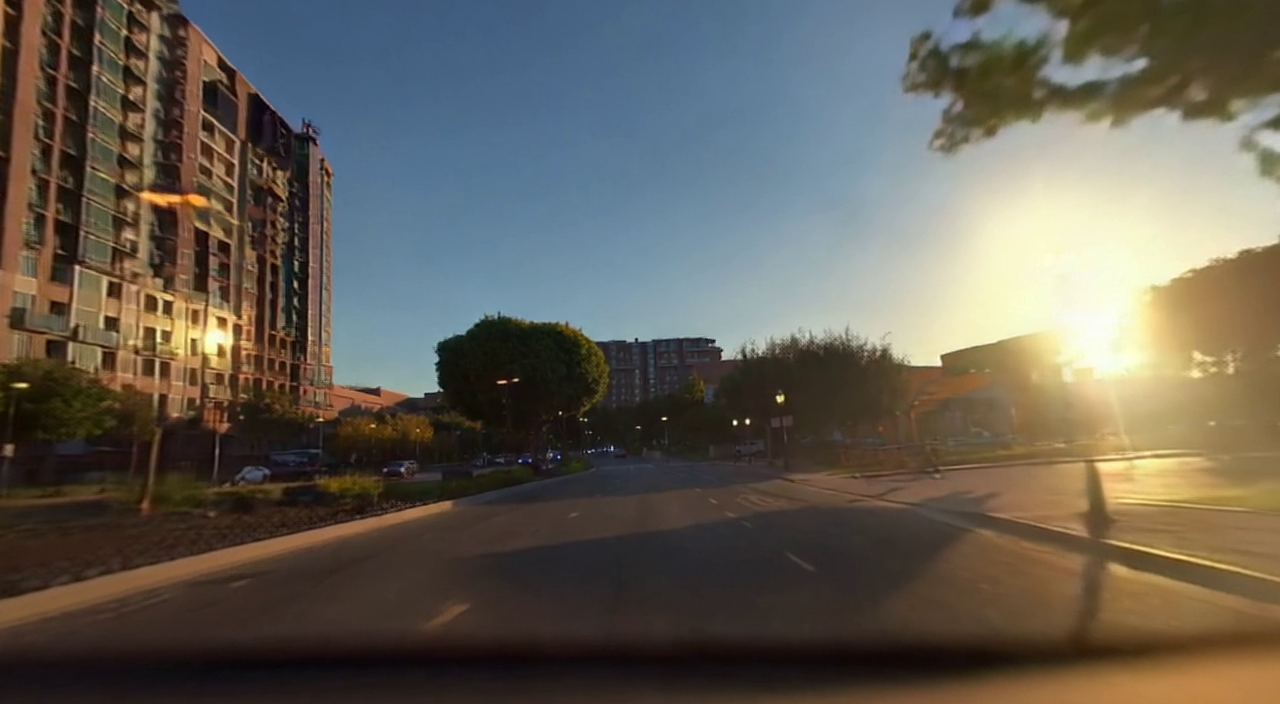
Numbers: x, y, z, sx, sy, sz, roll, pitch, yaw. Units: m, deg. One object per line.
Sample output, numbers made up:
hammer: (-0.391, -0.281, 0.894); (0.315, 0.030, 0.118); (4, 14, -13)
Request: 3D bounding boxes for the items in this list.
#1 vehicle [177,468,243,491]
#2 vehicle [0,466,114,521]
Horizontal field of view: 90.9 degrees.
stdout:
vehicle: (-31.671, 9.371, 46.573); (1.799, 1.473, 4.490); (0, -8, -2)
vehicle: (-18.835, 4.257, 19.132); (1.835, 1.417, 4.352); (0, -8, 2)
